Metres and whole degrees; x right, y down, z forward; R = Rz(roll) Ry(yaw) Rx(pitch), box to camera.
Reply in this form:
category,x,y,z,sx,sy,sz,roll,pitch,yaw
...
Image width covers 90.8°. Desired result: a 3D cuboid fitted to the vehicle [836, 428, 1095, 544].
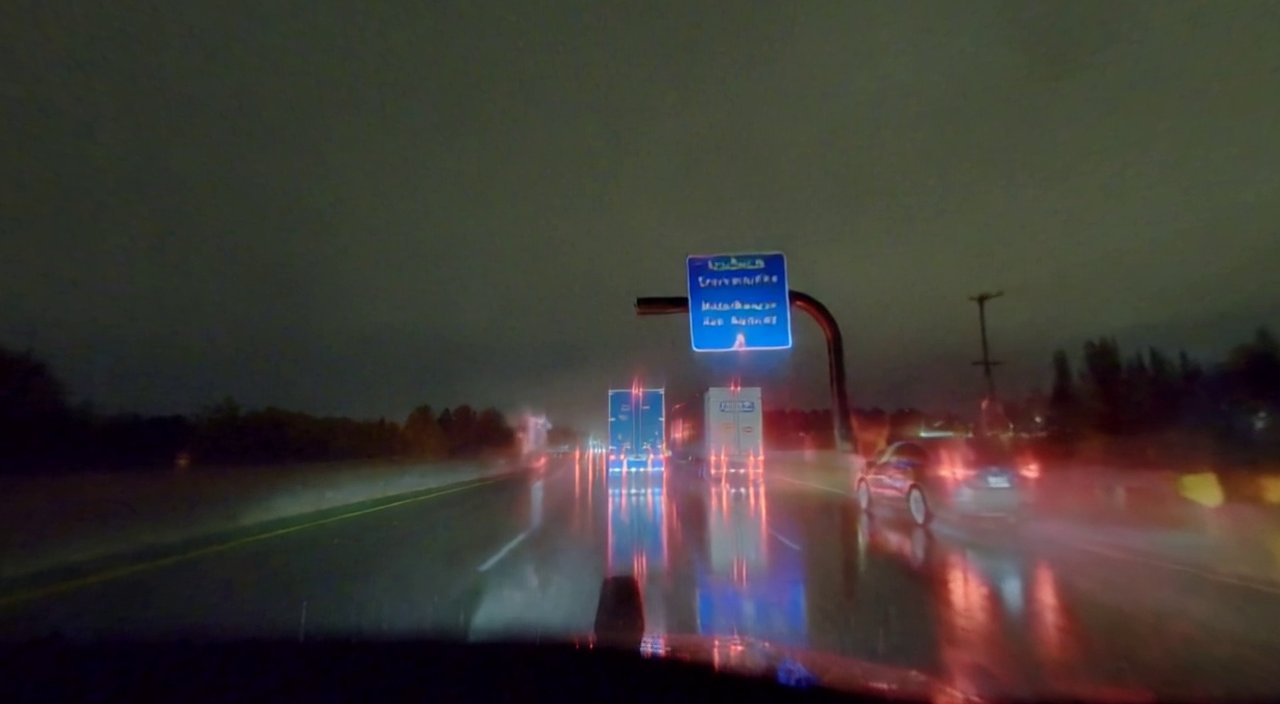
category,x,y,z,sx,sy,sz,roll,pitch,yaw
vehicle,5.110,2.171,10.915,2.086,1.530,4.808,-1,-9,3

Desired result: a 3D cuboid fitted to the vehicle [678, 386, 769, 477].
category,x,y,z,sx,sy,sz,roll,pitch,yaw
vehicle,4.246,4.723,36.187,3.044,4.128,14.482,0,-9,-1

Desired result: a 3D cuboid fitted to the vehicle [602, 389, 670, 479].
category,x,y,z,sx,sy,sz,roll,pitch,yaw
vehicle,-0.179,4.222,31.844,2.864,3.805,9.709,0,-9,0
